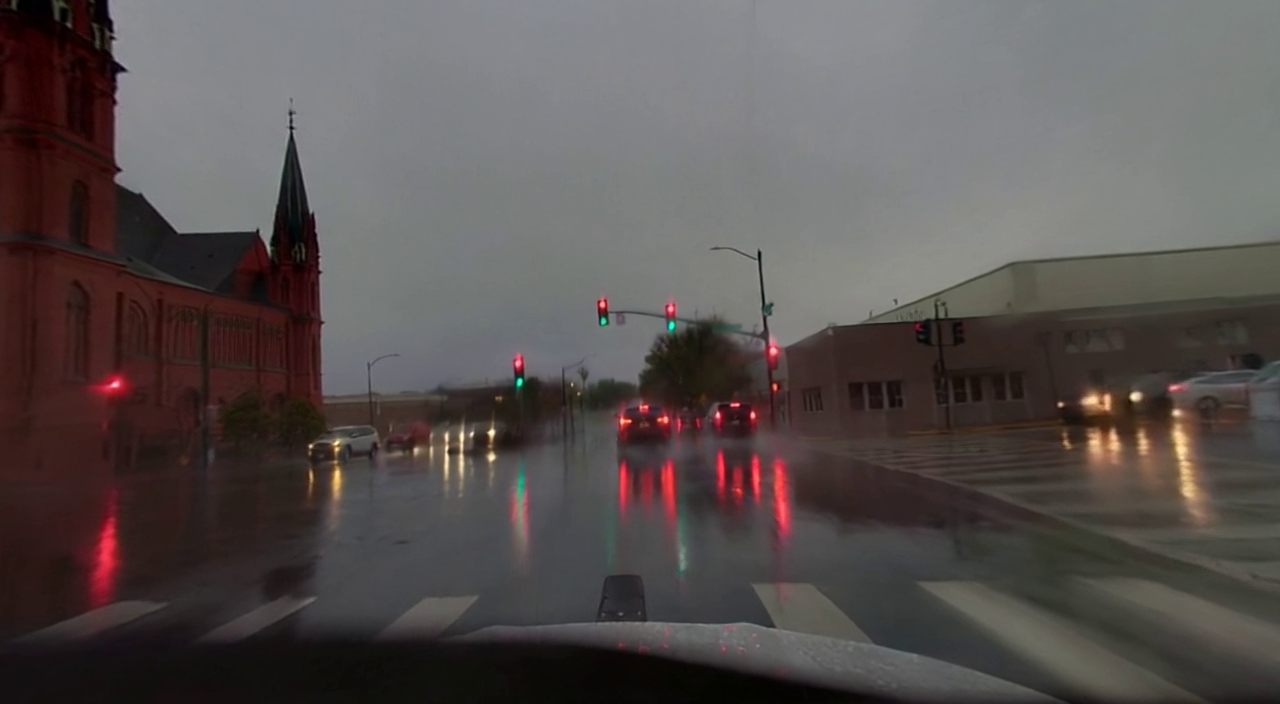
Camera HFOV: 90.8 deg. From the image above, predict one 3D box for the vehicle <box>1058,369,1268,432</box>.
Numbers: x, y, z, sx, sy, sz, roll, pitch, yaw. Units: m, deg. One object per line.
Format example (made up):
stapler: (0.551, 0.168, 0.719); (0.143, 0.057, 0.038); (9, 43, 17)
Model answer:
vehicle: (15.700, 1.485, 19.173); (4.488, 1.475, 2.083); (-4, -5, -1)

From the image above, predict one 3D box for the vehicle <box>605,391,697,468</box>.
vehicle: (0.183, 2.014, 16.983); (2.168, 1.776, 4.135); (0, -5, -2)

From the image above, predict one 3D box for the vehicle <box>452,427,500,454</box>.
vehicle: (-11.451, 6.237, 44.372); (2.170, 1.746, 4.565); (0, -8, 0)

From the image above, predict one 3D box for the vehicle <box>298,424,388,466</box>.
vehicle: (-14.967, 4.735, 32.289); (1.969, 1.896, 5.404); (1, -8, 0)

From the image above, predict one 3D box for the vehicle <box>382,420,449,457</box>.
vehicle: (-11.963, 4.675, 33.978); (2.069, 1.790, 4.358); (-1, -9, -1)

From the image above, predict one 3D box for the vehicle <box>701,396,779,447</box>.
vehicle: (3.673, 2.682, 24.055); (2.080, 1.735, 4.650); (0, -7, -2)
